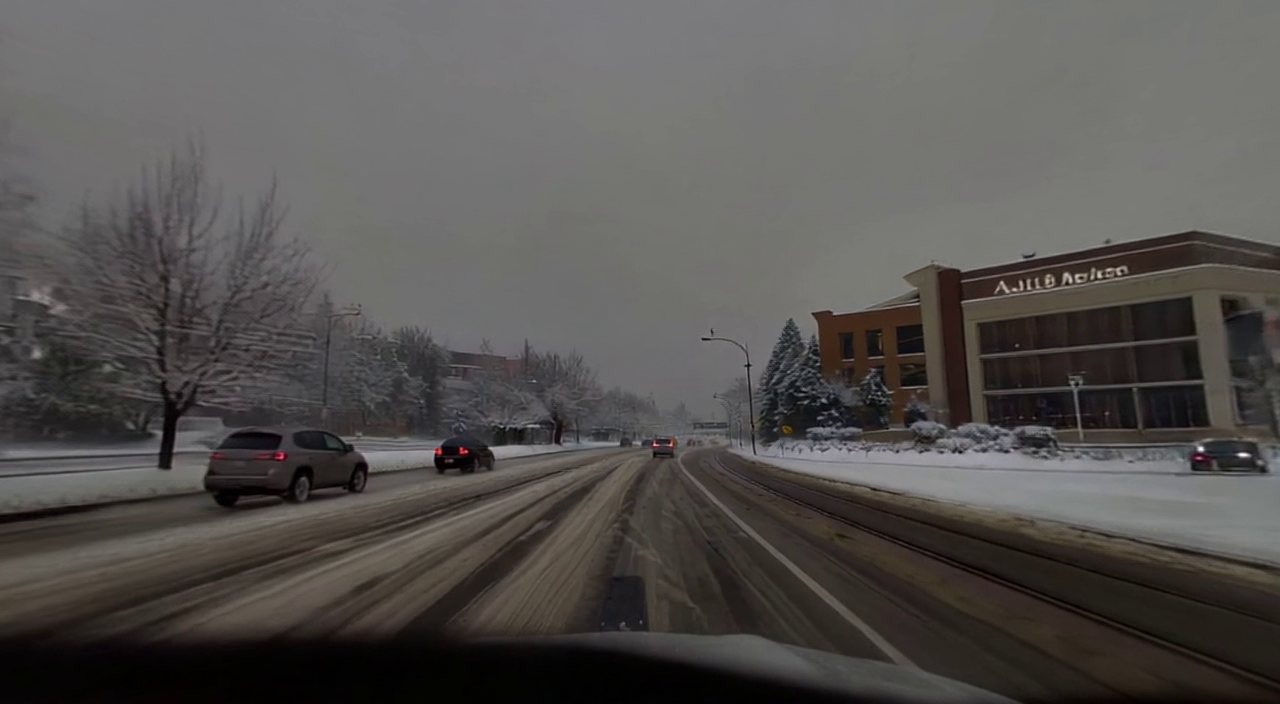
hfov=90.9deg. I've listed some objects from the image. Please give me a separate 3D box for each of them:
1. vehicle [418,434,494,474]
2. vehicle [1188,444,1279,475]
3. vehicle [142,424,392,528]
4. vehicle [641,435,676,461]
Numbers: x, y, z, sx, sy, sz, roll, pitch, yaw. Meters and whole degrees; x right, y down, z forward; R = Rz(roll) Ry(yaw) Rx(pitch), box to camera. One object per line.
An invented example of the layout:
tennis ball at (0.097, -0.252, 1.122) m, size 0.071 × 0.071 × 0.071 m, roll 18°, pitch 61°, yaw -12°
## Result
vehicle at (-8.843, 4.961, 30.805) m, size 2.097 × 1.782 × 4.682 m, roll -1°, pitch -8°, yaw 3°
vehicle at (31.872, 5.564, 32.997) m, size 1.966 × 1.494 × 4.685 m, roll 0°, pitch -8°, yaw -4°
vehicle at (-7.184, 2.418, 12.910) m, size 2.181 × 1.728 × 4.515 m, roll -1°, pitch -8°, yaw 3°
vehicle at (1.424, 7.096, 46.475) m, size 2.345 × 1.803 × 4.261 m, roll -1°, pitch -8°, yaw 4°
